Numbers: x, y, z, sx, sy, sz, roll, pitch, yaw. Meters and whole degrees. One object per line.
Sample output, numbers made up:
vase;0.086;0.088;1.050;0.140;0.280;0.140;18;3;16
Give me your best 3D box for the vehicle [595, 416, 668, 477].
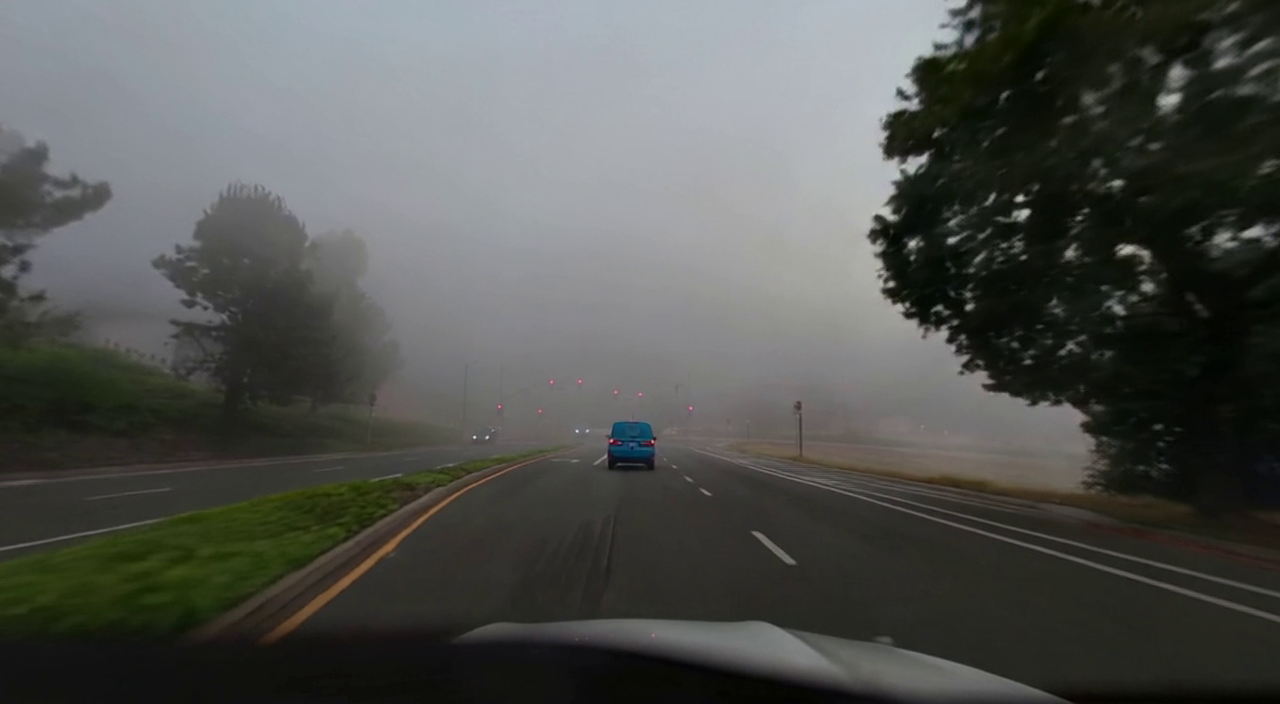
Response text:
vehicle;-0.274;3.154;21.141;2.185;1.822;4.391;0;-8;0
